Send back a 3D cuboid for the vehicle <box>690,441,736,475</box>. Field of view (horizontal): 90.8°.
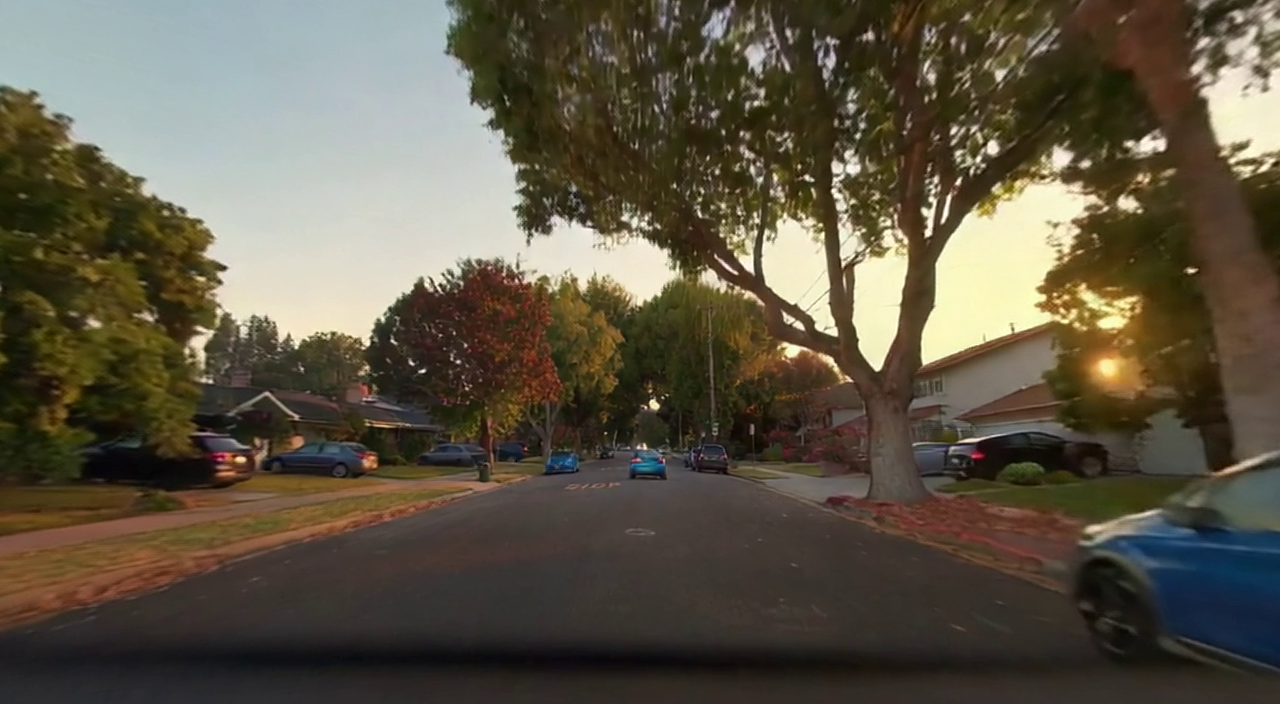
[{"bbox_3d":[4.414,6.523,39.161,2.221,1.960,4.927,0,-9,-1],"label":"vehicle"}]

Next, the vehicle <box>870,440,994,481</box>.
[{"bbox_3d":[12.109,4.521,26.363,4.157,1.520,1.938,-1,-9,-1],"label":"vehicle"}]

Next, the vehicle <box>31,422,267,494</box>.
[{"bbox_3d":[-12.672,2.756,16.557,4.510,1.728,1.997,0,-9,2],"label":"vehicle"}]

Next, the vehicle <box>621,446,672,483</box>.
[{"bbox_3d":[0.308,4.802,27.204,2.000,1.449,4.006,0,-9,1],"label":"vehicle"}]

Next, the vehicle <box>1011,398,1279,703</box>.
[{"bbox_3d":[3.954,1.003,2.530,2.048,1.671,4.649,0,-9,-1],"label":"vehicle"}]

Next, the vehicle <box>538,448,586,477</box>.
[{"bbox_3d":[-4.536,6.504,37.514,1.984,1.498,4.508,-3,-8,3],"label":"vehicle"}]

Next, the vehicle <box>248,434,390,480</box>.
[{"bbox_3d":[-12.582,4.125,24.970,4.551,1.700,1.920,0,-9,3],"label":"vehicle"}]
